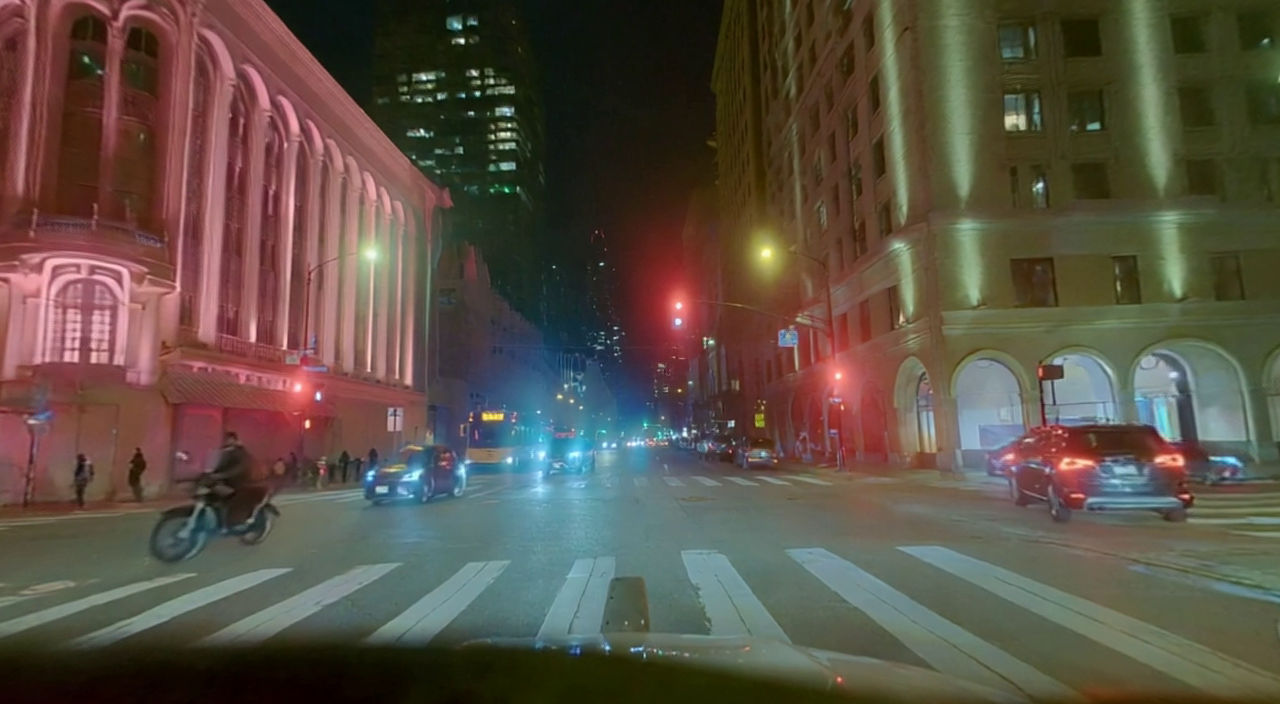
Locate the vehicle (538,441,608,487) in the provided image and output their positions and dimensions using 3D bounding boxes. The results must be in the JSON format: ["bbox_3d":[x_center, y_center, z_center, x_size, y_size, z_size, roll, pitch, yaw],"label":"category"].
[{"bbox_3d":[-2.430,3.808,21.819,1.904,1.402,4.759,2,-9,-12],"label":"vehicle"}]

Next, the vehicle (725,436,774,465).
[{"bbox_3d":[6.242,5.647,36.298,1.926,1.574,3.961,0,-8,-2],"label":"vehicle"}]

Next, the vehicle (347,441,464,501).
[{"bbox_3d":[-6.605,3.370,18.283,1.861,1.508,4.052,0,-8,0],"label":"vehicle"}]

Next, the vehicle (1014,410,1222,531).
[{"bbox_3d":[7.532,1.858,10.517,1.912,1.505,4.889,-4,-9,28],"label":"vehicle"}]

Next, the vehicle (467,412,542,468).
[{"bbox_3d":[-8.938,6.029,42.977,2.981,3.391,9.957,0,-8,0],"label":"vehicle"}]
